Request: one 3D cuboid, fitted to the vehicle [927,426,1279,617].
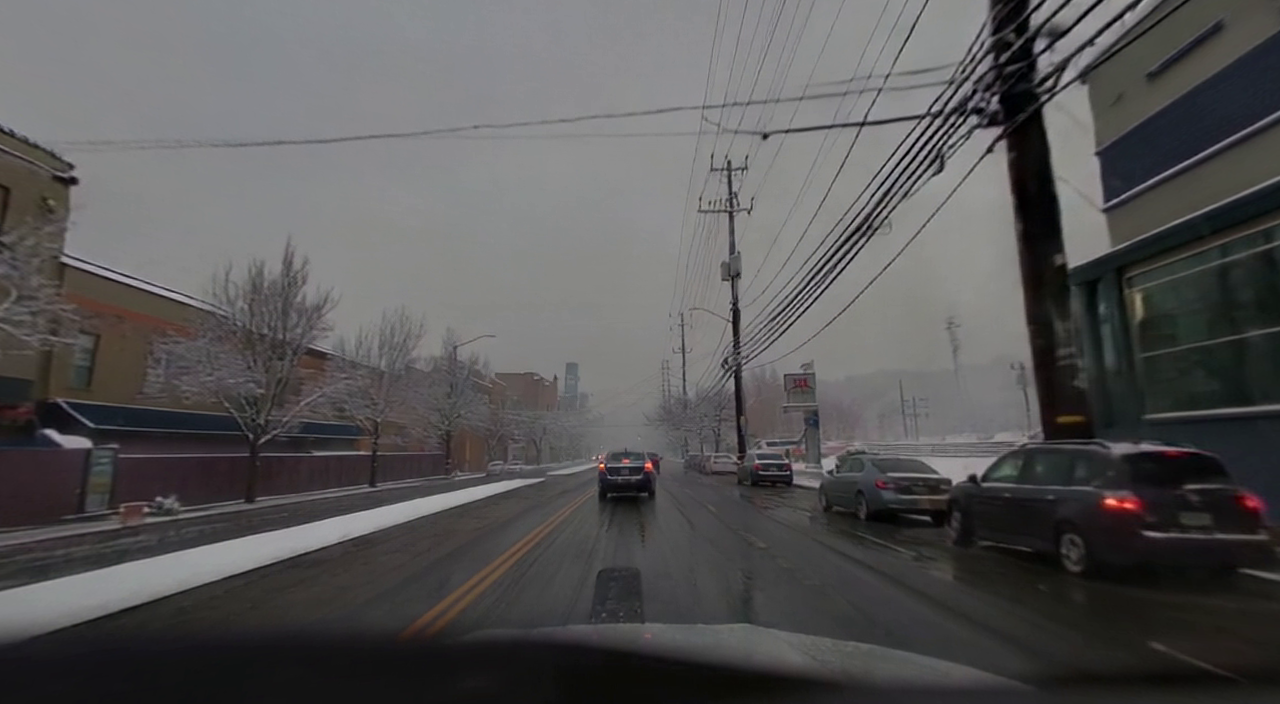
[{"bbox_3d":[5.121,1.717,7.299,1.779,1.592,3.740,0,-8,-1],"label":"vehicle"}]

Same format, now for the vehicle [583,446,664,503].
[{"bbox_3d":[-0.413,3.508,18.579,2.116,1.479,3.980,0,-8,0],"label":"vehicle"}]

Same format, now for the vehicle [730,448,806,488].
[{"bbox_3d":[5.261,4.819,26.659,2.108,1.471,4.948,0,-8,-1],"label":"vehicle"}]

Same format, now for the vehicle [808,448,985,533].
[{"bbox_3d":[4.997,2.721,13.069,1.761,1.413,4.272,0,-8,-2],"label":"vehicle"}]

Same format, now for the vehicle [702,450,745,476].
[{"bbox_3d":[5.209,7.013,40.118,1.987,1.459,4.677,0,-8,-1],"label":"vehicle"}]
